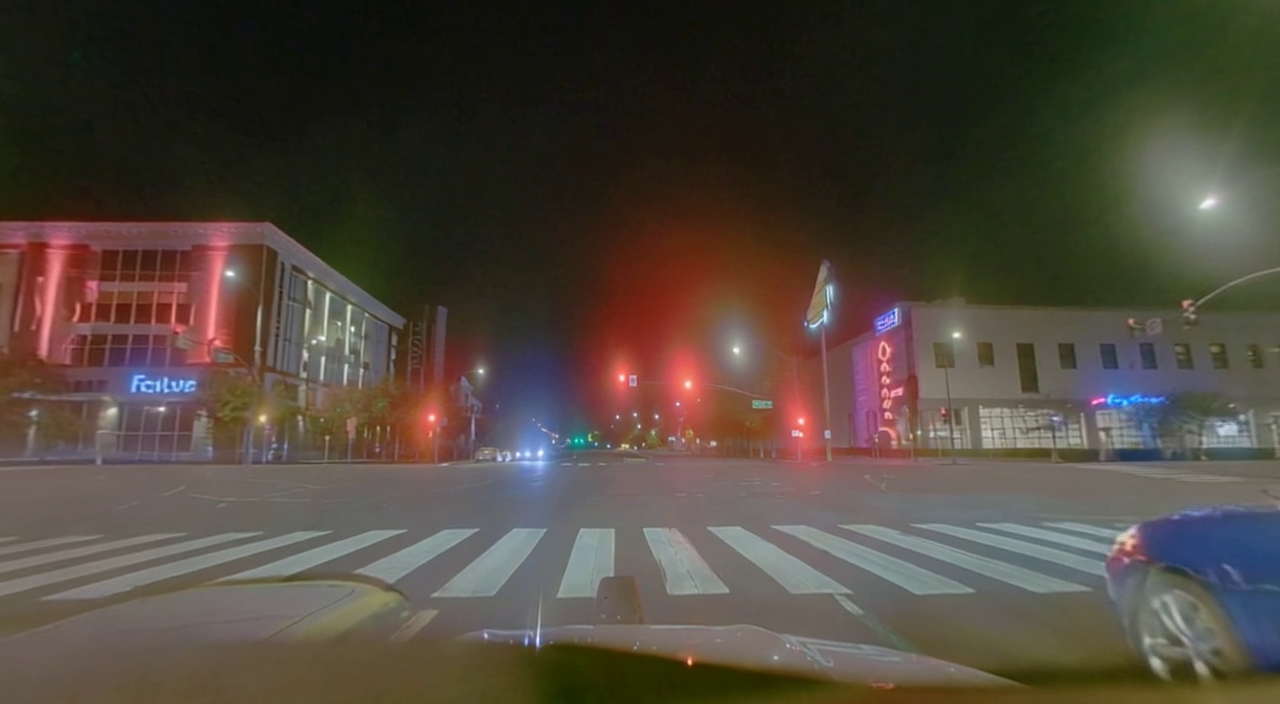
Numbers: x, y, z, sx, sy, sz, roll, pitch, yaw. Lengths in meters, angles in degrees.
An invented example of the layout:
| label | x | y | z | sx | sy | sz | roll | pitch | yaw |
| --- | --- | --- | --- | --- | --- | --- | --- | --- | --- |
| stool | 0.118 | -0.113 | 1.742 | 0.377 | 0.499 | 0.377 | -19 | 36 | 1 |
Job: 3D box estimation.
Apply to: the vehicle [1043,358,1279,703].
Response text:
| label | x | y | z | sx | sy | sz | roll | pitch | yaw |
| --- | --- | --- | --- | --- | --- | --- | --- | --- | --- |
| vehicle | 3.443 | 0.730 | 1.608 | 2.067 | 1.625 | 4.073 | 0 | -8 | 0 |
